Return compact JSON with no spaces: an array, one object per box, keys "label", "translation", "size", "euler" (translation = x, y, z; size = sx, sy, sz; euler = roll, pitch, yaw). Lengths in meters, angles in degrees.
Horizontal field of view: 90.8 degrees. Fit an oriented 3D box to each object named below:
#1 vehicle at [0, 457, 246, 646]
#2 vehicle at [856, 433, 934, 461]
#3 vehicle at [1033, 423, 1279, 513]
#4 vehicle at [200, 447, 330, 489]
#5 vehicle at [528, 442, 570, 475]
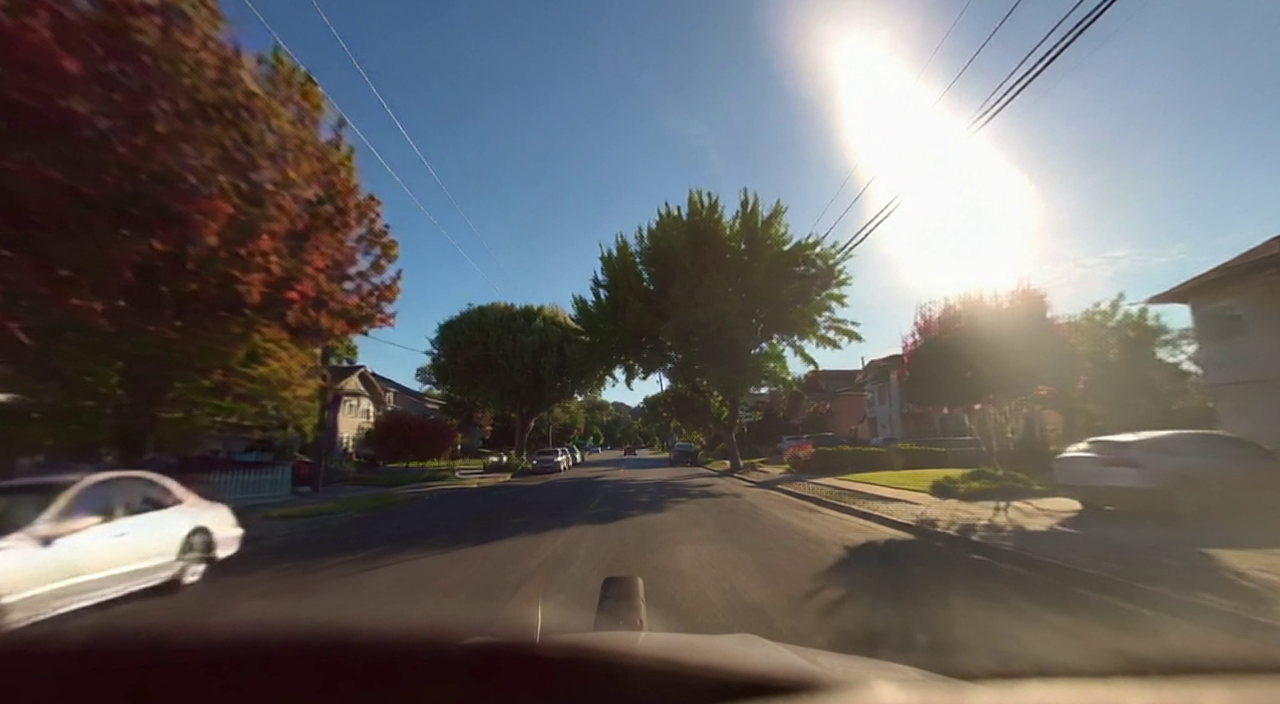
[{"label":"vehicle","translation":[-5.929,1.782,5.875],"size":[1.891,1.362,4.301],"euler":[-3,-8,-1]},{"label":"vehicle","translation":[16.984,6.371,42.262],"size":[4.268,1.788,2.156],"euler":[-1,-9,1]},{"label":"vehicle","translation":[10.339,2.132,11.837],"size":[4.629,1.504,1.945],"euler":[0,-9,-1]},{"label":"vehicle","translation":[-16.389,5.087,27.778],"size":[4.402,1.741,1.951],"euler":[0,-9,-2]},{"label":"vehicle","translation":[-6.150,7.229,43.311],"size":[2.050,1.911,4.852],"euler":[-3,-8,0]}]
